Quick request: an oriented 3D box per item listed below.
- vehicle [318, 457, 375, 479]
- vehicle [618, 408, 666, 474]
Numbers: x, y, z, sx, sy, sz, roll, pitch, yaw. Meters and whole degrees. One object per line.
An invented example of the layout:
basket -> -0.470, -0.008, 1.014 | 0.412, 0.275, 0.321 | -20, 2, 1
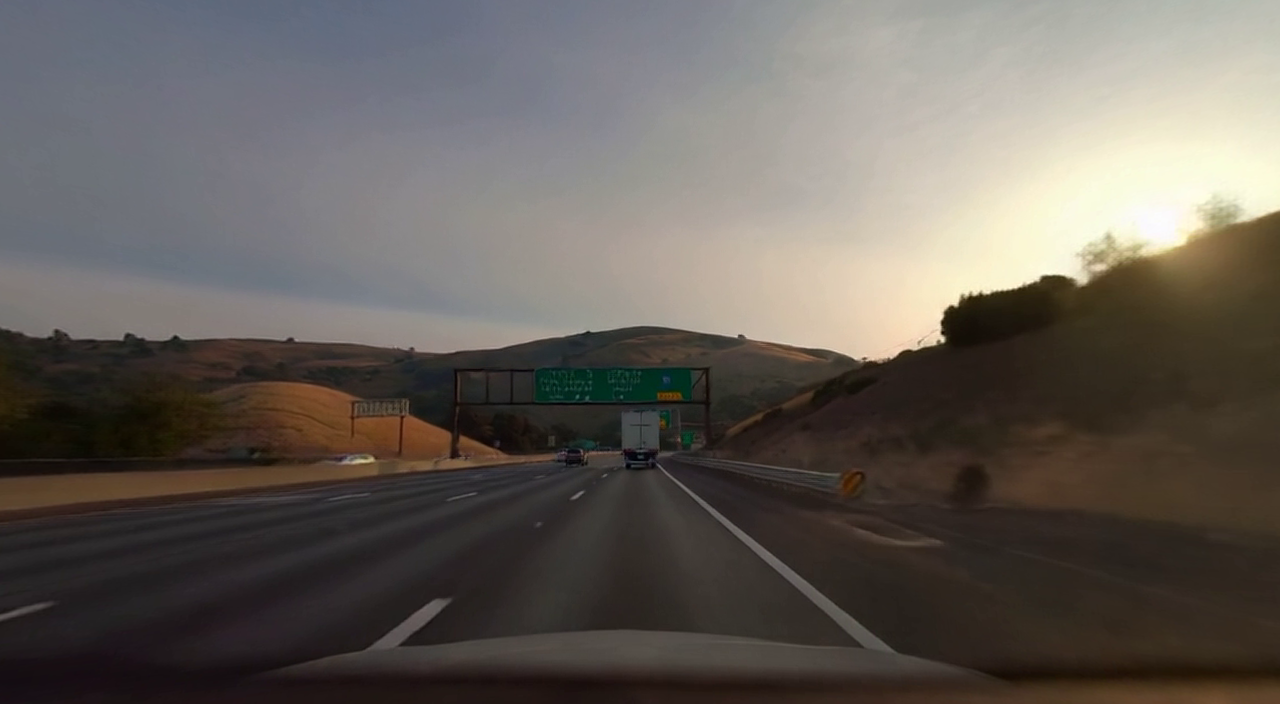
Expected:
vehicle -> -21.706, 8.575, 46.785 | 2.020, 1.500, 4.501 | 0, -9, 2
vehicle -> 0.236, 6.552, 45.761 | 3.039, 4.131, 11.822 | 0, -9, 1
